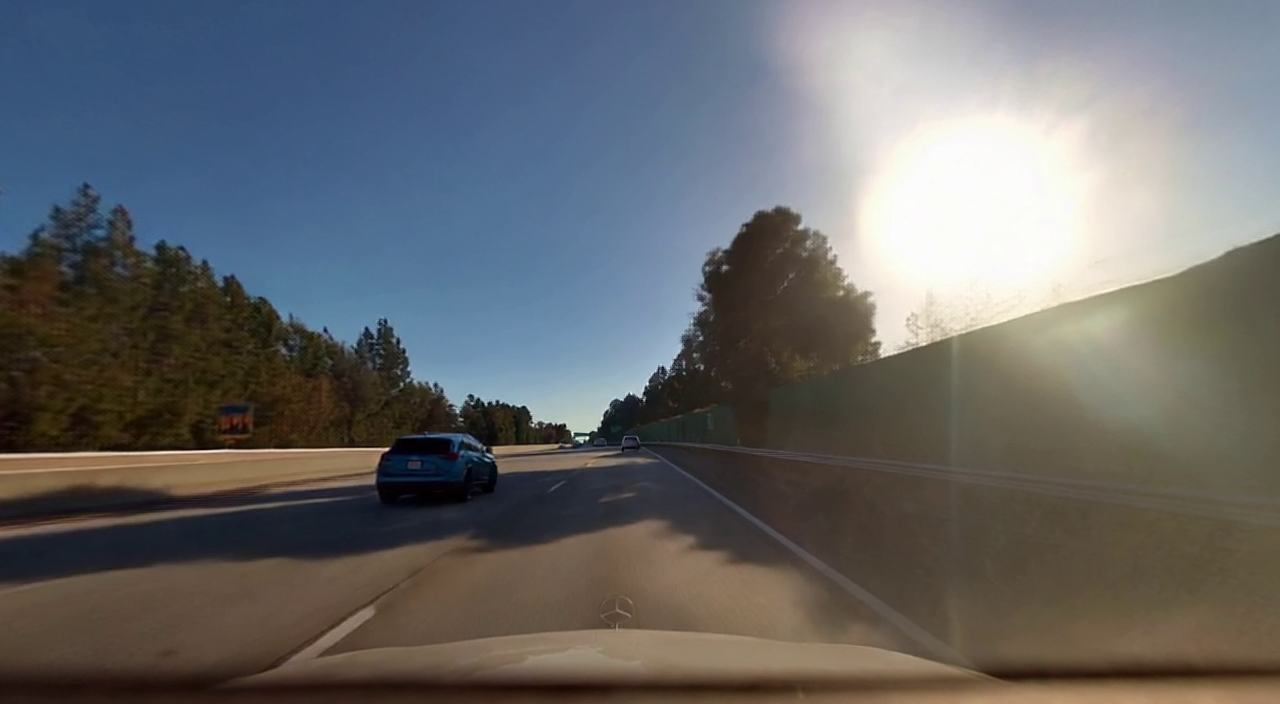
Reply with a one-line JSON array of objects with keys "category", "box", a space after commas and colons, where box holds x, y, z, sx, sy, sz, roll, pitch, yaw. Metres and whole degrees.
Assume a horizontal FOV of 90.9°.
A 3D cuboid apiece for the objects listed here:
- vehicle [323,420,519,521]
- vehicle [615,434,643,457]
[{"category": "vehicle", "box": [-3.839, 2.152, 12.161, 2.072, 1.545, 4.767, 0, -8, 0]}, {"category": "vehicle", "box": [-0.747, 6.282, 42.620, 1.836, 1.450, 3.519, 0, -8, -2]}]
